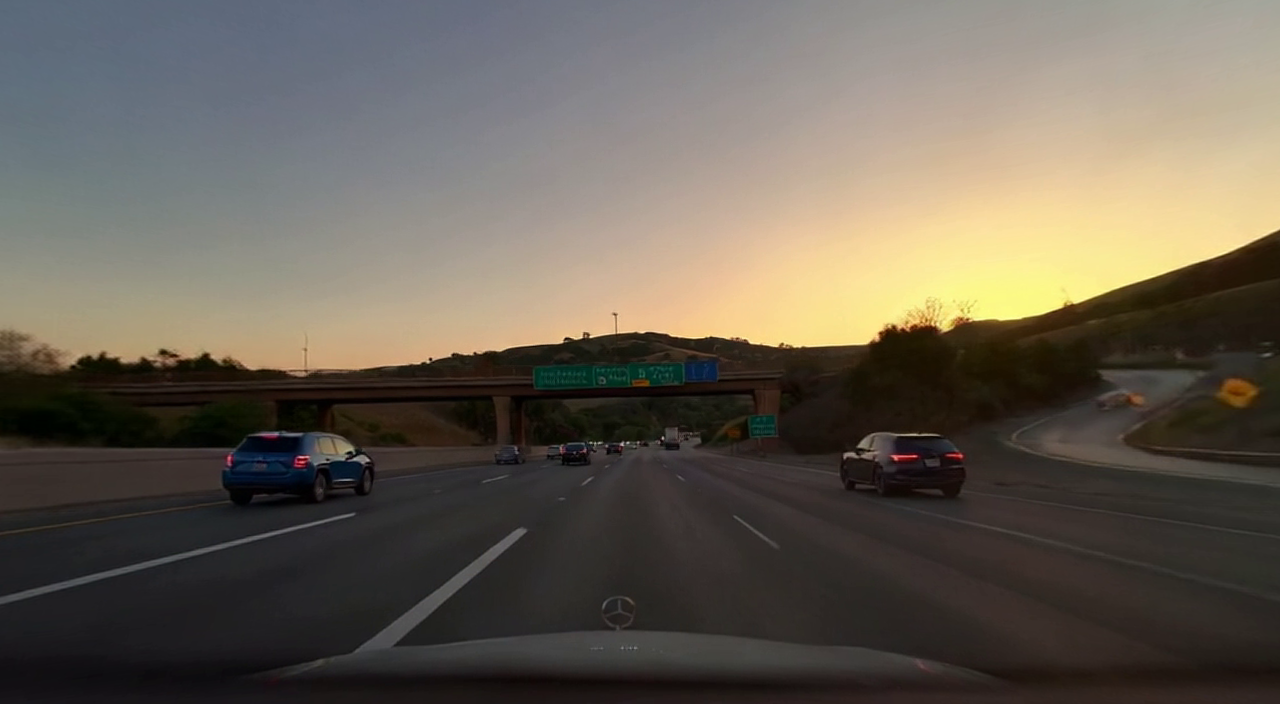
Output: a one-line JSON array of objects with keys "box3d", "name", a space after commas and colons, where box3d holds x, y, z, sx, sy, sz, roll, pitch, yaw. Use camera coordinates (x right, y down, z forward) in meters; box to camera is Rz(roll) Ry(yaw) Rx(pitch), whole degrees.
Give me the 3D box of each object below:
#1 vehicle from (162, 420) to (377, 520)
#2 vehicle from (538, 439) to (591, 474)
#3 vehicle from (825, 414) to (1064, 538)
[{"box3d": [-7.214, 2.337, 12.939, 1.860, 1.694, 4.173, 0, -9, 0], "name": "vehicle"}, {"box3d": [-3.465, 4.933, 29.924, 1.925, 1.509, 4.363, 0, -9, 1], "name": "vehicle"}, {"box3d": [4.956, 2.083, 11.193, 1.950, 1.719, 4.545, 0, -9, 0], "name": "vehicle"}]
